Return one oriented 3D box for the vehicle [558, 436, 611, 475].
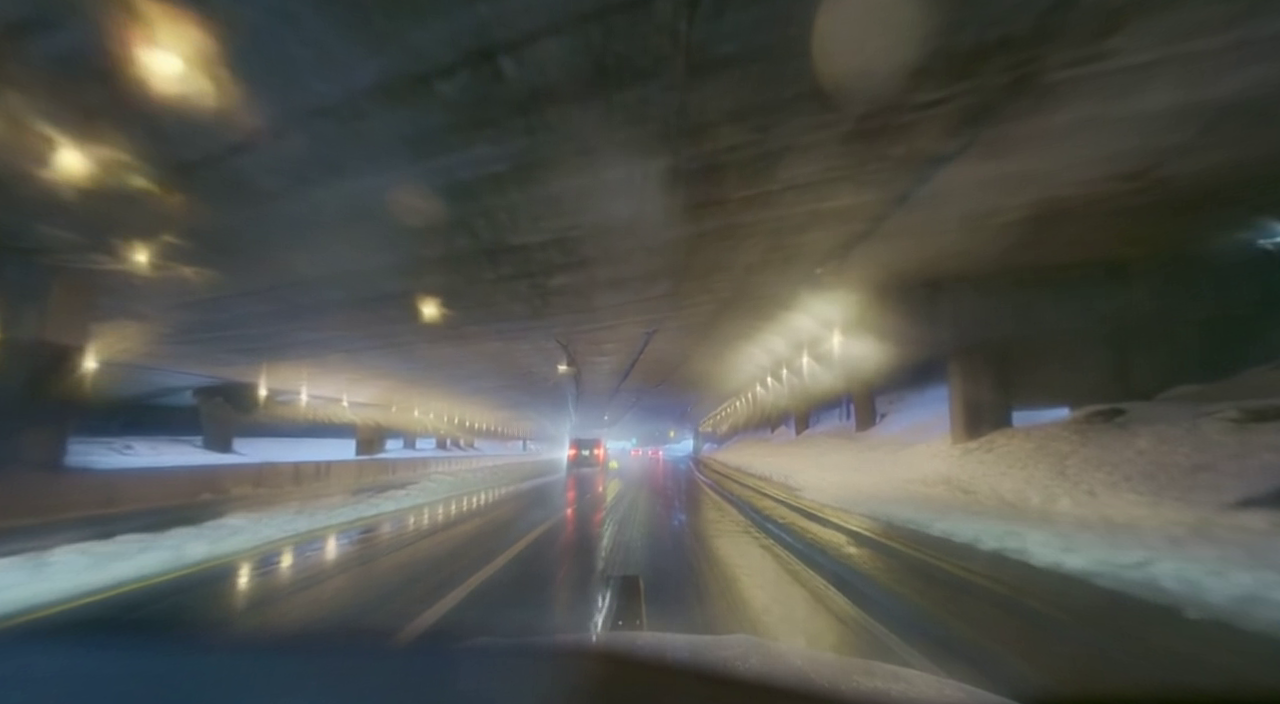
[{"bbox_3d":[-2.612,5.008,30.648,1.961,1.725,4.315,-1,-9,3],"label":"vehicle"}]
